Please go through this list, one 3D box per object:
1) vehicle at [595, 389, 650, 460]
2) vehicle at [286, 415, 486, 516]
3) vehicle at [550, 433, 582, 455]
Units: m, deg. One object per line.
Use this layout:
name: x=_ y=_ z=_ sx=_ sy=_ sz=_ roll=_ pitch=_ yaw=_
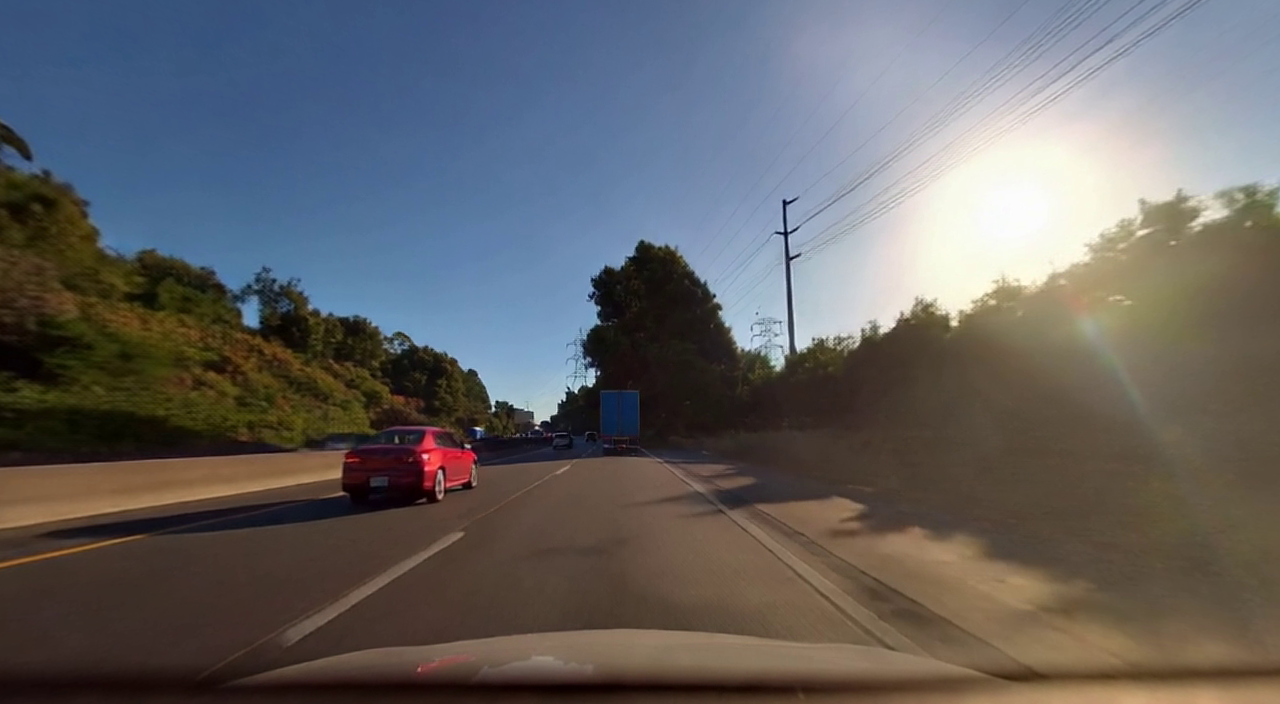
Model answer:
vehicle: x=-1.093 y=4.641 z=39.391 sx=2.955 sy=3.851 sz=9.915 roll=0 pitch=-8 yaw=-2
vehicle: x=-4.641 y=2.129 z=12.406 sx=2.117 sy=1.618 sz=4.480 roll=0 pitch=-8 yaw=-1
vehicle: x=-5.394 y=6.754 z=46.338 sx=1.934 sy=1.549 sz=4.194 roll=0 pitch=-8 yaw=-2
